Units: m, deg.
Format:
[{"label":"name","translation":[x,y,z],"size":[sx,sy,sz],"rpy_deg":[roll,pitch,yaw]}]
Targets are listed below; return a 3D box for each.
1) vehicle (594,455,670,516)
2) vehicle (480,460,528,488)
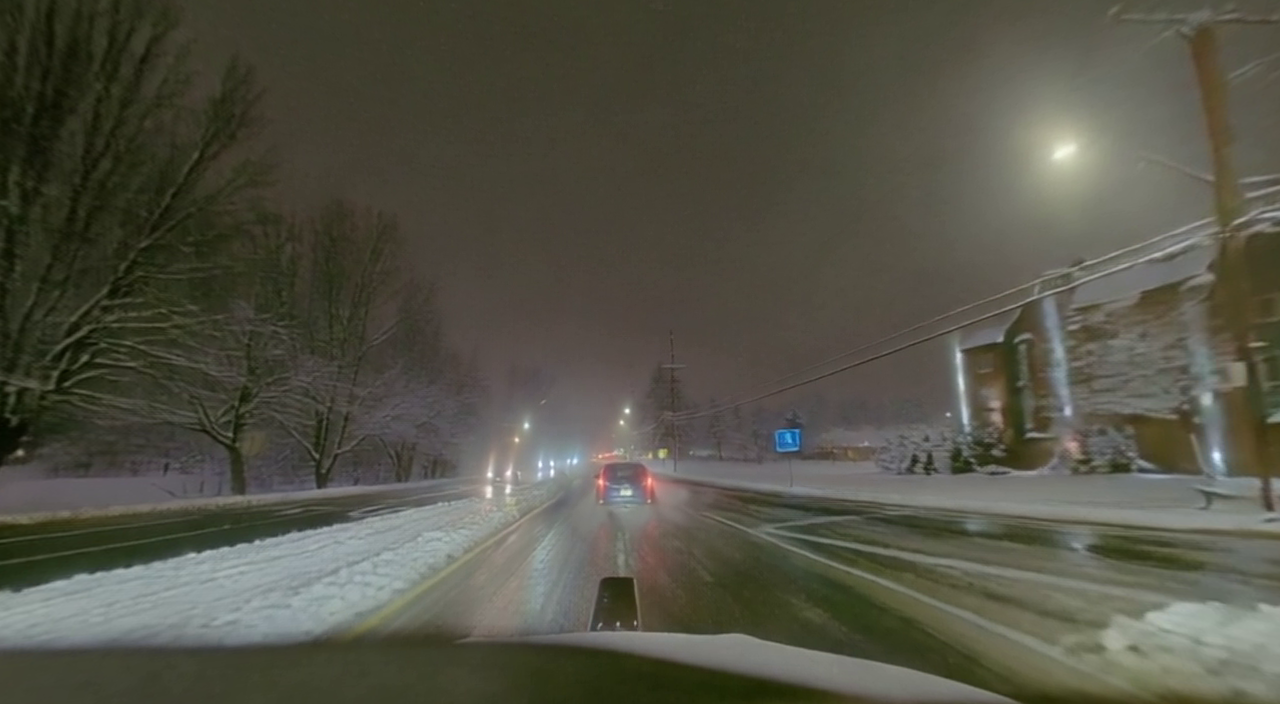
[{"label":"vehicle","translation":[-0.344,3.845,18.499],"size":[2.014,1.525,3.670],"rpy_deg":[0,-9,-4]},{"label":"vehicle","translation":[-8.244,7.415,38.418],"size":[2.018,1.498,4.168],"rpy_deg":[-1,-9,0]}]
